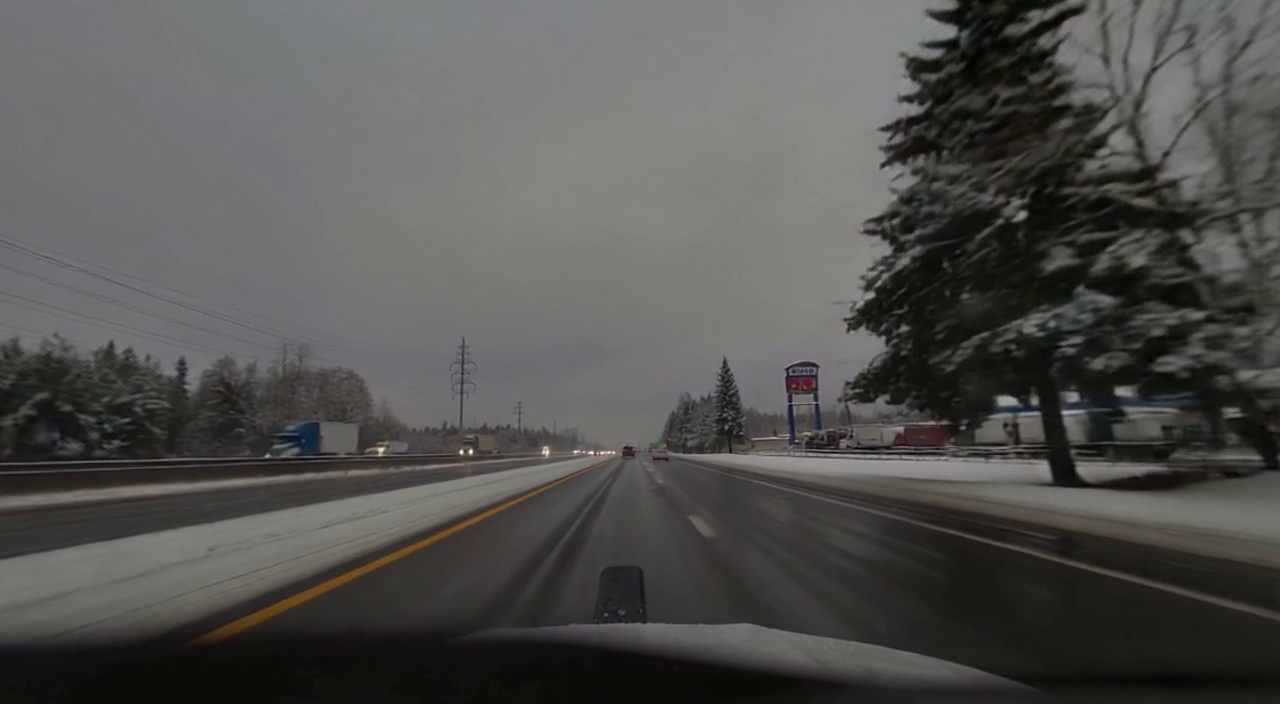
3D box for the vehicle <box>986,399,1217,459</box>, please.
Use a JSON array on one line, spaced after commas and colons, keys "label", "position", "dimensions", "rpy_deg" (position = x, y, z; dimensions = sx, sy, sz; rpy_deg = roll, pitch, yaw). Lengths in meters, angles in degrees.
[{"label": "vehicle", "position": [35.802, 6.266, 49.843], "dimensions": [3.224, 4.043, 14.034], "rpy_deg": [6, -11, -45]}]
